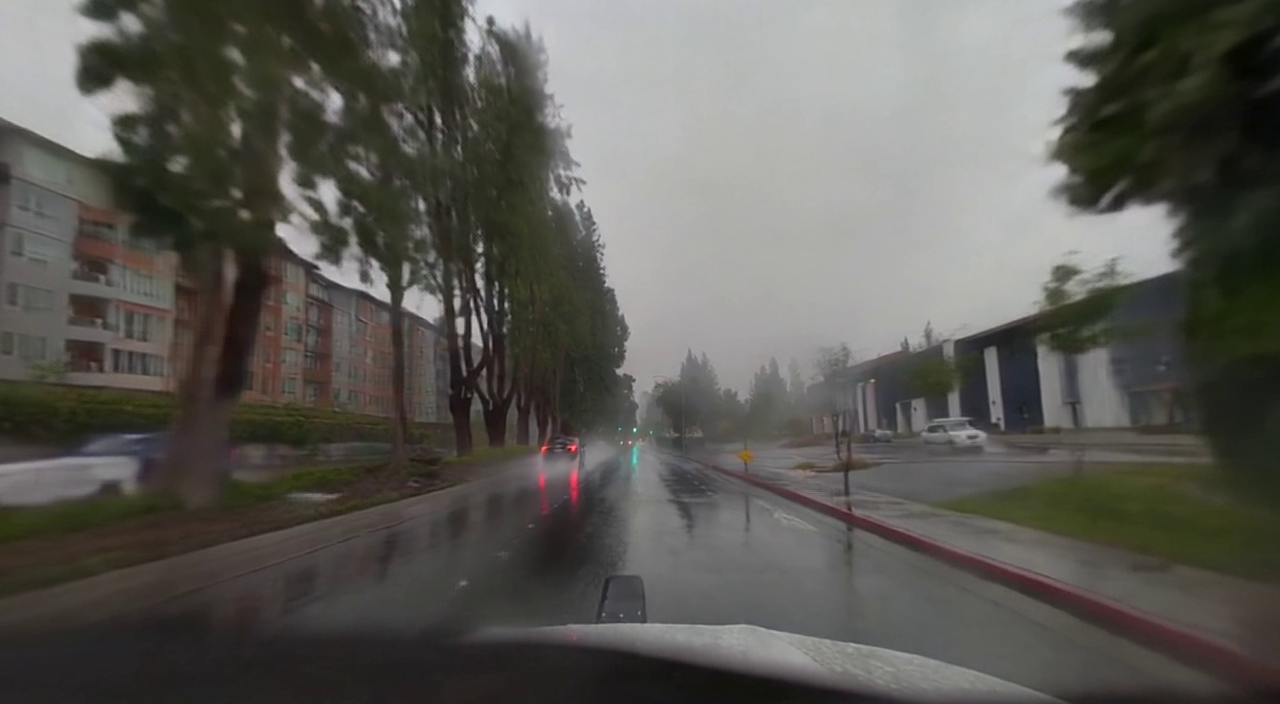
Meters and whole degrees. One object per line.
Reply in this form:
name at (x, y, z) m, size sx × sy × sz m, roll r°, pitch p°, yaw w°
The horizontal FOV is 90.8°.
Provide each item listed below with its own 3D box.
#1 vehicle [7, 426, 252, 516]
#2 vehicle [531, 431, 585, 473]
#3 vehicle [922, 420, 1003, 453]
vehicle at (-11.596, 2.695, 14.919) m, size 2.040 × 1.707 × 4.522 m, roll -2°, pitch -8°, yaw 0°
vehicle at (-3.745, 4.635, 29.487) m, size 1.959 × 1.741 × 4.141 m, roll -1°, pitch -8°, yaw 0°
vehicle at (17.659, 4.641, 34.874) m, size 1.995 × 1.554 × 4.943 m, roll -5°, pitch -8°, yaw 3°
